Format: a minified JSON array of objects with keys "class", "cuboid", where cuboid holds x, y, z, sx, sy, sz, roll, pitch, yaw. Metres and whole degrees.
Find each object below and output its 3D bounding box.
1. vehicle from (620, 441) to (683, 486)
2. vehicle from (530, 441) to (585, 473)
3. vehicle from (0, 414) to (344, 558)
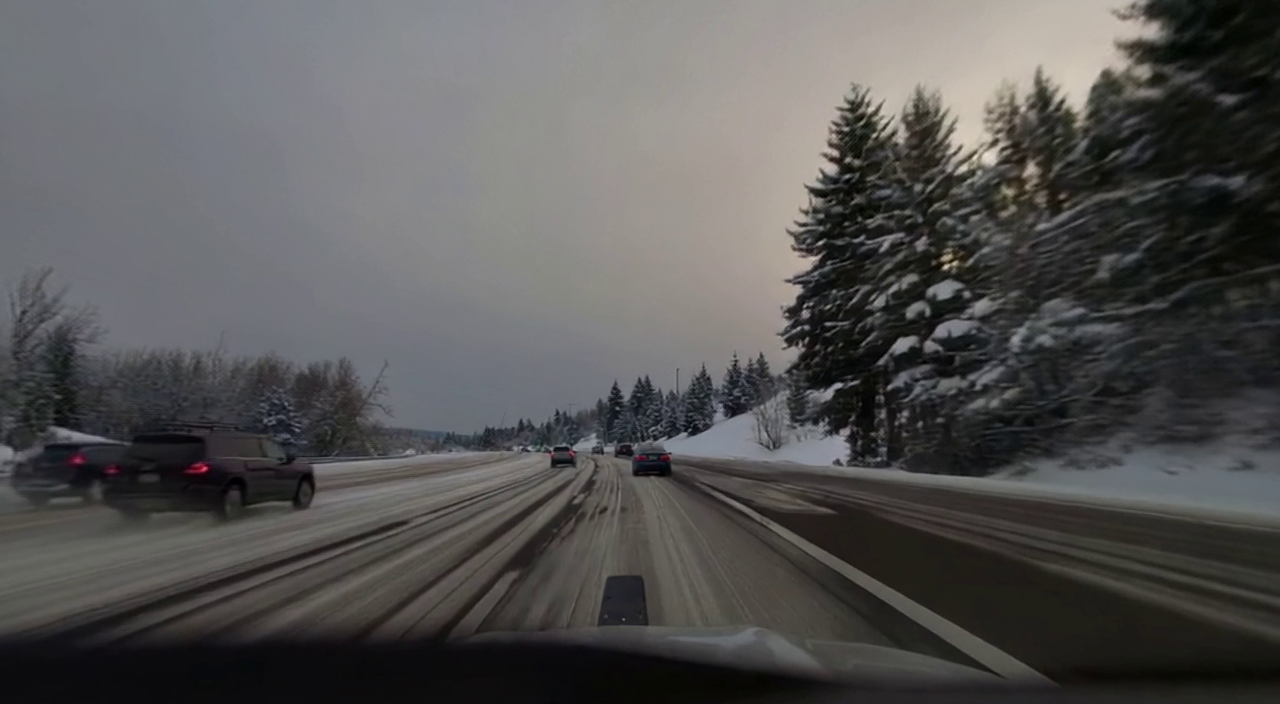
[{"class":"vehicle","cuboid":[0.312,3.916,22.492,2.051,1.444,3.927,0,-9,-1]},{"class":"vehicle","cuboid":[-4.109,5.329,32.247,2.246,1.519,4.980,0,-9,-2]},{"class":"vehicle","cuboid":[-6.888,1.951,9.888,2.221,1.693,4.631,0,-9,0]}]
